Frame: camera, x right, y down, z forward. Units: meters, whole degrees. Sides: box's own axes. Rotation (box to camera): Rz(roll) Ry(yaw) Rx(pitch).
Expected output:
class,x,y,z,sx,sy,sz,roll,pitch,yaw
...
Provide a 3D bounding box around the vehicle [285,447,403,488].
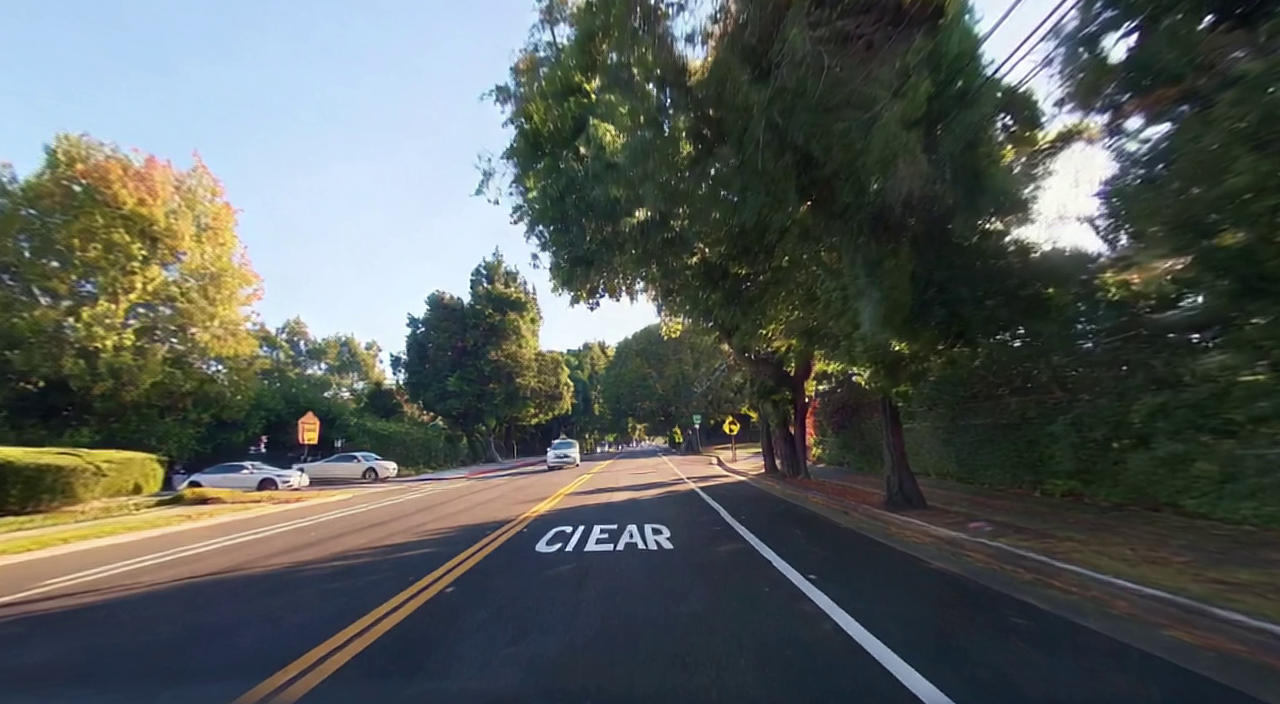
class,x,y,z,sx,sy,sz,roll,pitch,yaw
vehicle,-14.111,5.533,30.325,4.653,1.842,1.992,-1,-9,4

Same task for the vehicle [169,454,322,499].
class,x,y,z,sx,sy,sz,roll,pitch,yaw
vehicle,-15.547,4.918,25.135,4.641,1.636,1.983,0,-9,-5

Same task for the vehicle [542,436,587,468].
class,x,y,z,sx,sy,sz,roll,pitch,yaw
vehicle,-4.296,5.760,36.565,2.008,1.730,4.243,-1,-8,1
